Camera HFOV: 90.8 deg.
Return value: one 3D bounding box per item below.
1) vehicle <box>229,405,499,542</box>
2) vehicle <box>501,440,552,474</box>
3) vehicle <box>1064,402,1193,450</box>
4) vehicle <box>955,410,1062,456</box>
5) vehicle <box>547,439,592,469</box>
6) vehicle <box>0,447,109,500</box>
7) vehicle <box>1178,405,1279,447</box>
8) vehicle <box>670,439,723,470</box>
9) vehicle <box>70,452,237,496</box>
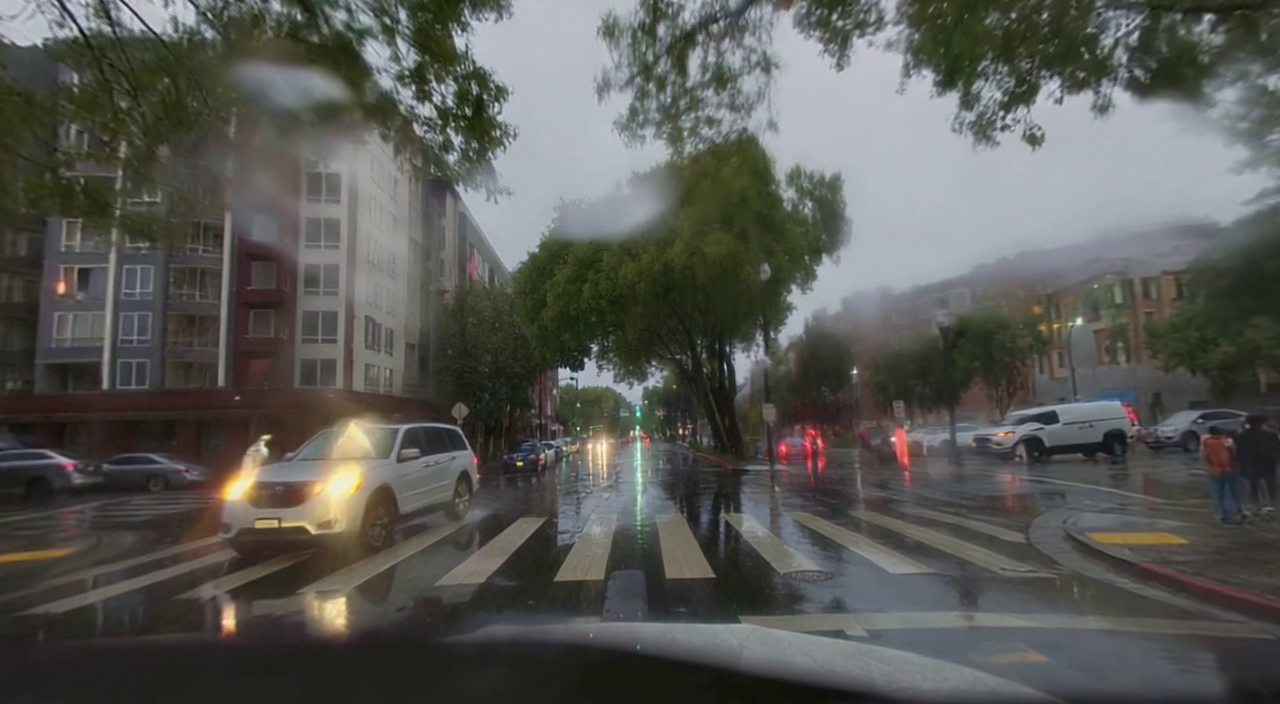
[{"bbox_3d":[-4.760,2.220,12.317,2.395,1.865,5.982,-4,-8,2],"label":"vehicle"},{"bbox_3d":[-7.512,7.034,42.498,2.193,1.814,5.061,-9,-9,0],"label":"vehicle"},{"bbox_3d":[22.380,3.530,29.296,2.137,1.962,4.988,-1,-9,3],"label":"vehicle"},{"bbox_3d":[16.817,3.778,29.156,2.041,1.921,4.574,0,-9,-2],"label":"vehicle"},{"bbox_3d":[-4.360,6.380,39.793,2.102,1.768,4.290,-1,-8,3],"label":"vehicle"},{"bbox_3d":[-22.351,4.371,22.701,4.591,1.774,2.018,0,-12,1],"label":"vehicle"},{"bbox_3d":[27.892,3.470,29.050,1.894,1.757,4.692,0,-9,-3],"label":"vehicle"},{"bbox_3d":[3.246,5.736,35.542,1.942,1.603,3.785,-4,-9,22],"label":"vehicle"},{"bbox_3d":[-17.263,4.317,22.581,4.439,1.448,1.793,0,-9,0],"label":"vehicle"}]
